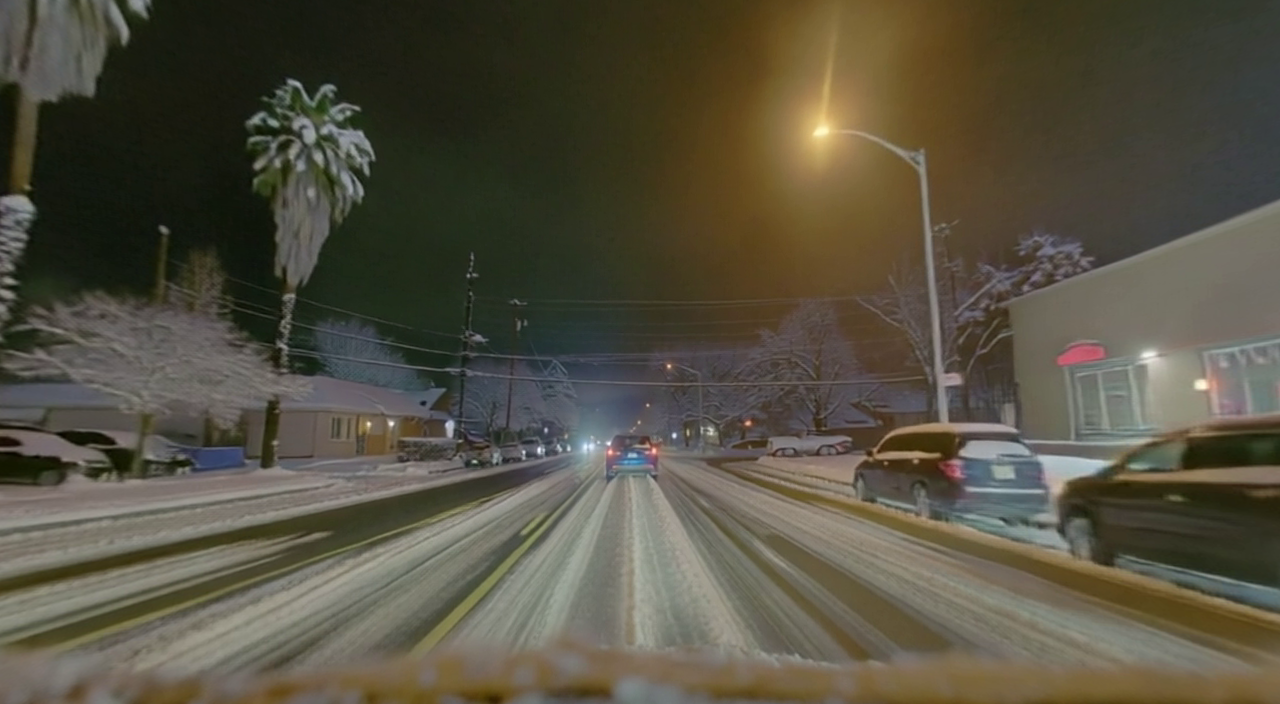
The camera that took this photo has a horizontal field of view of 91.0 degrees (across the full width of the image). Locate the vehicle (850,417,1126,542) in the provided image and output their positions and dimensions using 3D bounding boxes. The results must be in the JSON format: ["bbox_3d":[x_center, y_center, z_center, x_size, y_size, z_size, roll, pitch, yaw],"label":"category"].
[{"bbox_3d":[6.002,2.248,11.908,2.153,1.801,5.163,0,-8,-1],"label":"vehicle"}]

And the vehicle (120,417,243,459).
[{"bbox_3d":[-20.784,3.916,28.651,1.911,1.762,4.127,-8,-11,43],"label":"vehicle"}]

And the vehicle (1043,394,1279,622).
[{"bbox_3d":[6.050,1.323,5.594,1.945,1.791,4.460,0,-8,0],"label":"vehicle"}]

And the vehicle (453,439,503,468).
[{"bbox_3d":[-10.382,6.509,40.687,2.075,1.693,4.696,0,-8,-1],"label":"vehicle"}]

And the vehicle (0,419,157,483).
[{"bbox_3d":[-17.513,2.995,19.249,2.084,1.678,4.707,0,-8,-6],"label":"vehicle"}]

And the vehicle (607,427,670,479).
[{"bbox_3d":[-0.105,3.928,24.770,2.264,1.798,4.563,0,-8,-1],"label":"vehicle"}]
